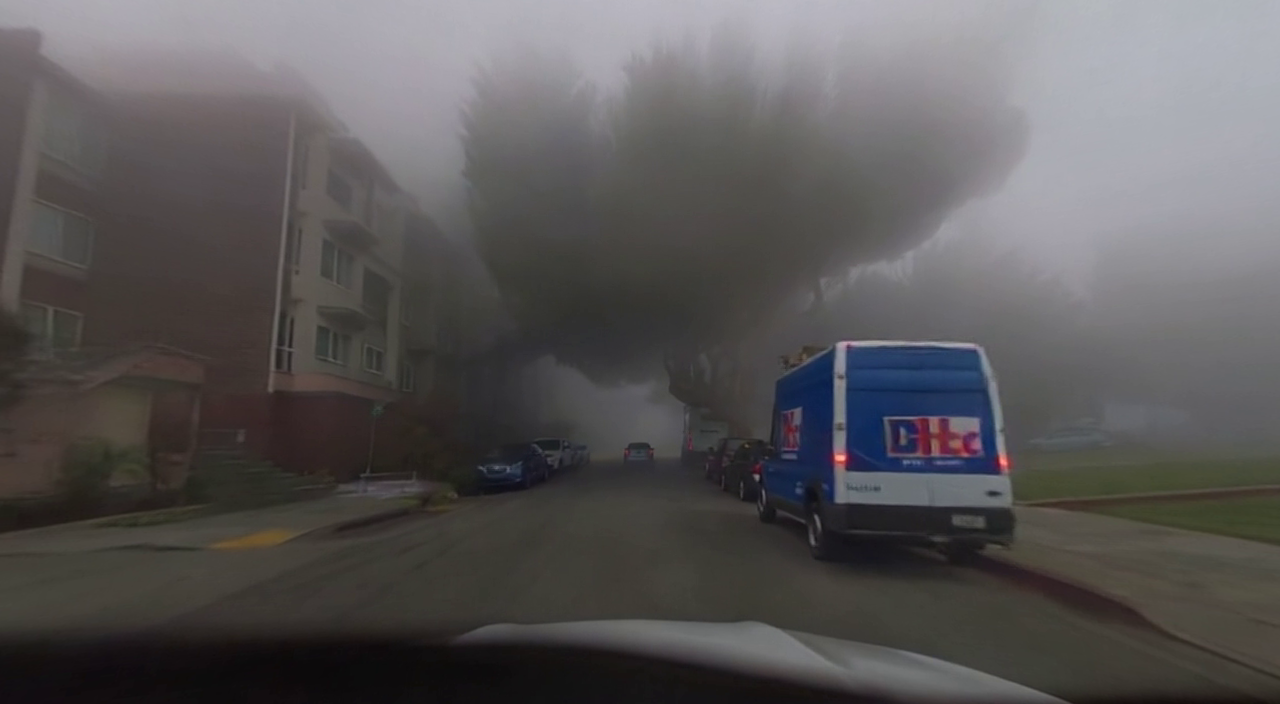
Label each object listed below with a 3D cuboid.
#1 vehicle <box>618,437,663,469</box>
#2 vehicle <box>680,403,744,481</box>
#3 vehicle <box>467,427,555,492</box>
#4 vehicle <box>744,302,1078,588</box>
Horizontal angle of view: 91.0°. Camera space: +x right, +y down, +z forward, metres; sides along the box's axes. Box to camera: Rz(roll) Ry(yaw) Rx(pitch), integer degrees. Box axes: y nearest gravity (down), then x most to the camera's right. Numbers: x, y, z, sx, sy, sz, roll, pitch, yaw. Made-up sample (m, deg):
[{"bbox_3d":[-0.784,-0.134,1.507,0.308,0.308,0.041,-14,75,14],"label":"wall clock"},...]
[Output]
[{"bbox_3d":[0.099,4.958,31.141,2.095,1.510,3.605,0,-8,2],"label":"vehicle"},{"bbox_3d":[3.197,4.000,29.450,2.489,3.082,6.627,0,-4,2],"label":"vehicle"},{"bbox_3d":[-4.062,3.401,20.526,1.951,1.662,4.046,1,-4,1],"label":"vehicle"},{"bbox_3d":[3.139,1.289,9.175,2.245,2.843,5.762,0,-8,0],"label":"vehicle"}]
